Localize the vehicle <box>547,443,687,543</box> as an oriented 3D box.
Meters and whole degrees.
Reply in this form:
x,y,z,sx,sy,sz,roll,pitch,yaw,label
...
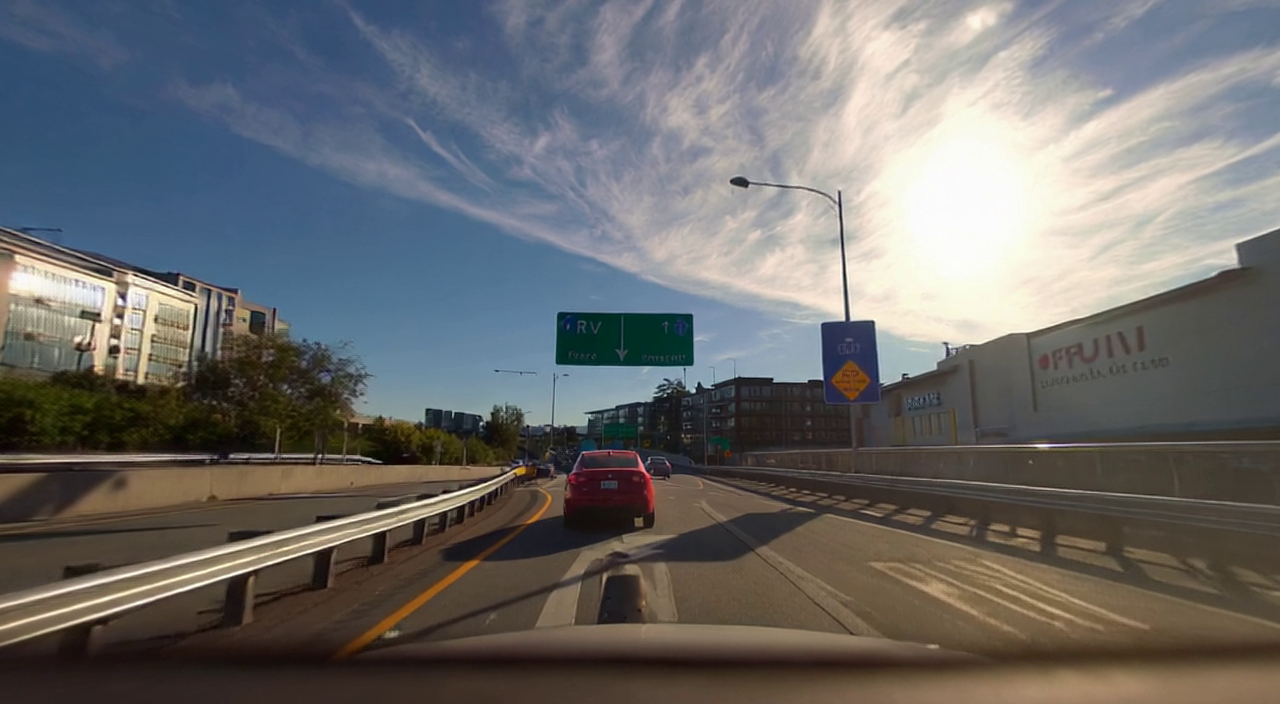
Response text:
x,y,z,sx,sy,sz,roll,pitch,yaw,label
-0.415,2.387,11.306,2.063,1.442,3.933,0,-9,-2,vehicle
